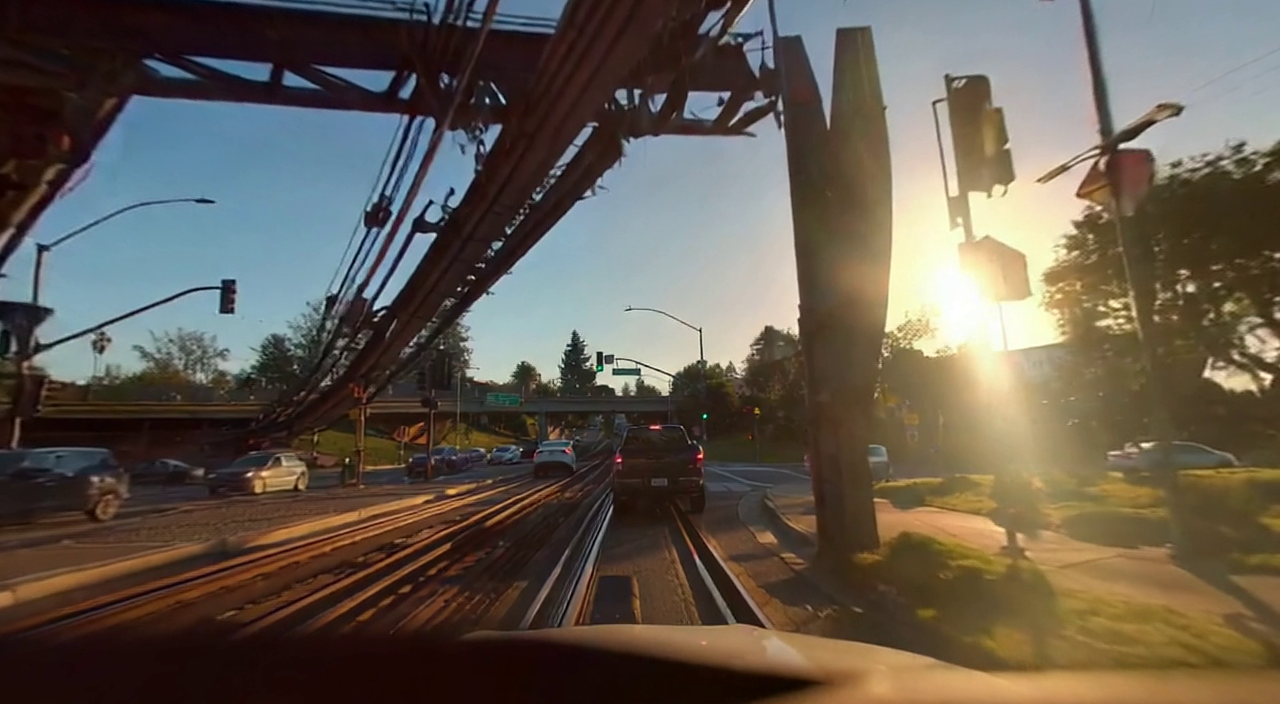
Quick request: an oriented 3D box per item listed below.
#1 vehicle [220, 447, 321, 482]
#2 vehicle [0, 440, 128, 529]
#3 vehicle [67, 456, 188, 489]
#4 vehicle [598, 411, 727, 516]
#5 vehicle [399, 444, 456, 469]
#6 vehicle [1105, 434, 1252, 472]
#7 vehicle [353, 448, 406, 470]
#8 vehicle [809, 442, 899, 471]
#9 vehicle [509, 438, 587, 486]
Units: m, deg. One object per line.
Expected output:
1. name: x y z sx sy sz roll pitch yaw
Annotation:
1. vehicle: -17.125 5.207 29.605 1.964 1.465 4.638 0 -9 -1
2. vehicle: -12.610 2.486 12.003 1.945 1.590 4.651 1 -9 -2
3. vehicle: -24.943 5.818 30.810 4.688 1.448 2.028 -2 -9 13
4. vehicle: 0.585 2.472 14.506 2.404 1.926 5.251 0 -9 4
5. vehicle: -13.372 6.608 40.068 2.027 1.482 4.711 0 -9 -1
6. vehicle: 29.092 5.486 34.250 5.980 1.933 2.401 1 -9 -5
7. vehicle: -17.346 7.111 42.258 1.880 1.377 4.201 1 -9 -1
8. vehicle: 11.764 5.724 34.699 4.412 1.494 2.136 5 -10 -27
9. vehicle: -3.126 3.865 22.570 2.004 1.482 4.799 0 -9 1
